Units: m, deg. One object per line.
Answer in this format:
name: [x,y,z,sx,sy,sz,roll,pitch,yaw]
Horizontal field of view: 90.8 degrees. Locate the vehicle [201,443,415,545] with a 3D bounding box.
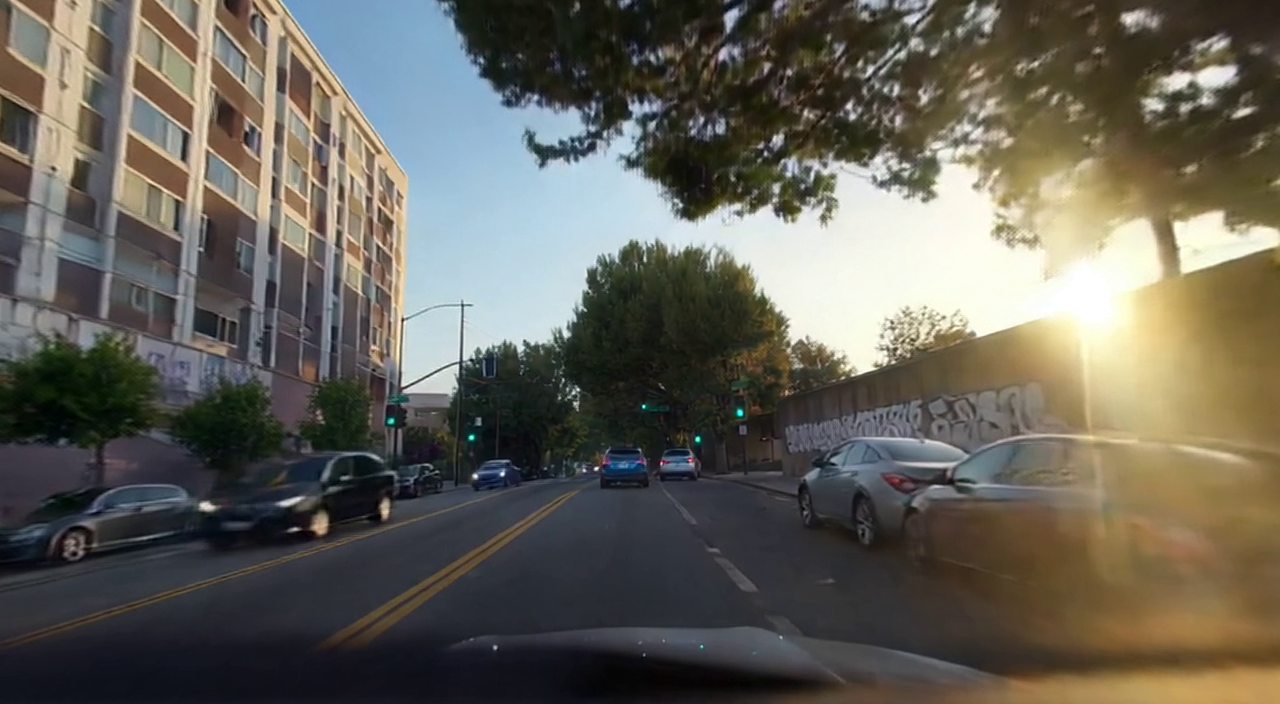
vehicle: [-6.597,2.807,13.290,2.147,1.747,4.409,0,-8,-1]

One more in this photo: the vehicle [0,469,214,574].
vehicle: [-11.053,3.353,13.018,1.741,1.506,4.370,-5,-8,-3]

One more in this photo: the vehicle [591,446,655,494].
vehicle: [-0.614,4.292,23.458,2.166,1.579,4.300,0,-8,-1]

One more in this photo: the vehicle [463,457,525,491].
vehicle: [-6.952,5.859,30.620,2.040,1.402,4.237,0,-8,-1]

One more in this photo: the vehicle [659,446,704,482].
vehicle: [2.251,5.930,33.657,2.207,1.761,4.292,-1,-8,5]

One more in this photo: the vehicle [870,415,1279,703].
vehicle: [4.140,1.558,6.054,2.032,1.687,4.374,0,-8,-3]
